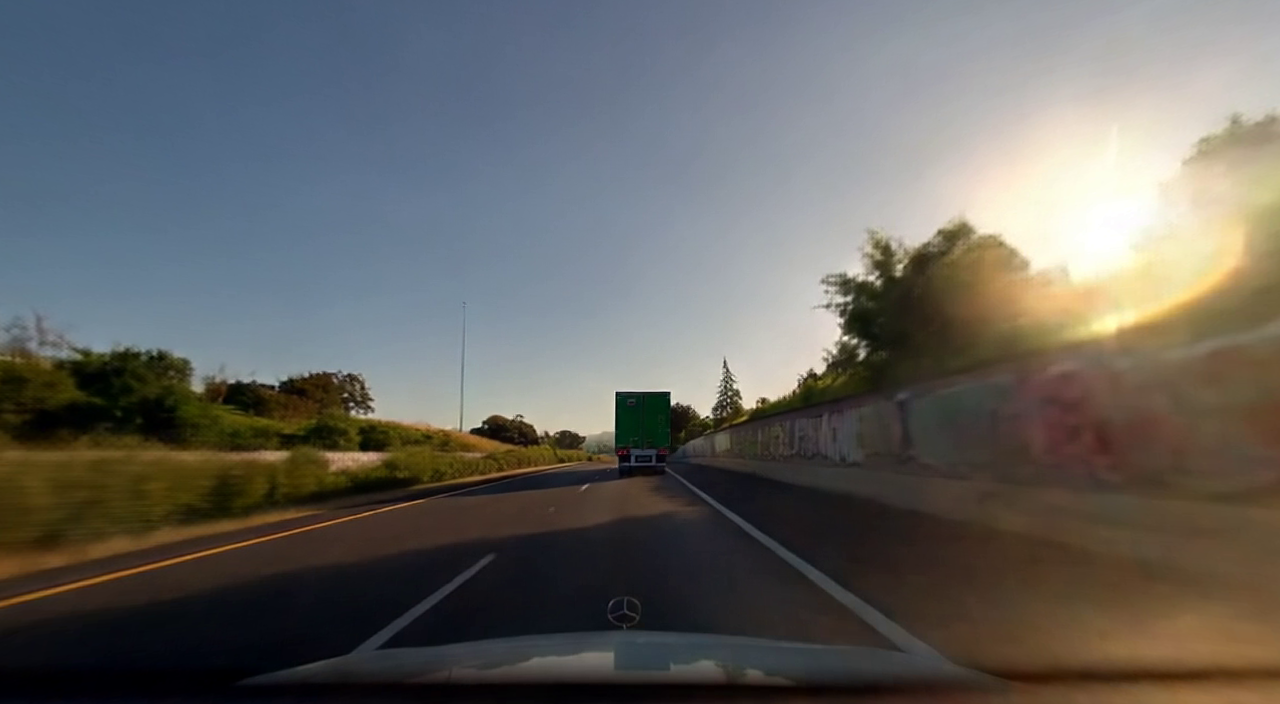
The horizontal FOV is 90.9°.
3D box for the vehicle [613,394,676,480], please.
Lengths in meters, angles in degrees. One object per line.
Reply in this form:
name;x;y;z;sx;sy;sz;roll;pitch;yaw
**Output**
vehicle;0.117;4.756;34.524;2.900;3.955;10.151;0;-9;-1
